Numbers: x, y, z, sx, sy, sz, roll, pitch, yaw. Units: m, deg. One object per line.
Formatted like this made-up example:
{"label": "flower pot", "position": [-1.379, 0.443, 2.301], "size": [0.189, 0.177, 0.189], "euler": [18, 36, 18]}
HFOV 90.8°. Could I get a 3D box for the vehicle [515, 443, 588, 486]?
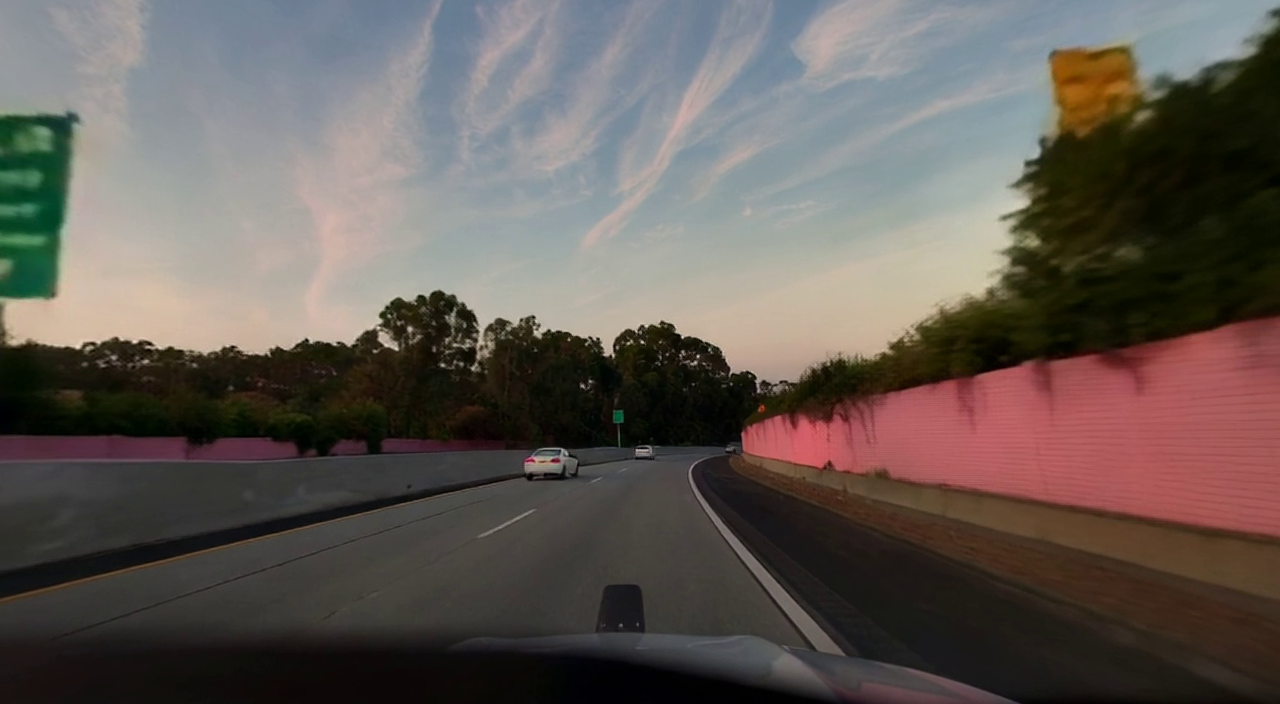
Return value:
{"label": "vehicle", "position": [-3.137, 4.082, 23.206], "size": [1.746, 1.405, 4.339], "euler": [-1, -9, 4]}
